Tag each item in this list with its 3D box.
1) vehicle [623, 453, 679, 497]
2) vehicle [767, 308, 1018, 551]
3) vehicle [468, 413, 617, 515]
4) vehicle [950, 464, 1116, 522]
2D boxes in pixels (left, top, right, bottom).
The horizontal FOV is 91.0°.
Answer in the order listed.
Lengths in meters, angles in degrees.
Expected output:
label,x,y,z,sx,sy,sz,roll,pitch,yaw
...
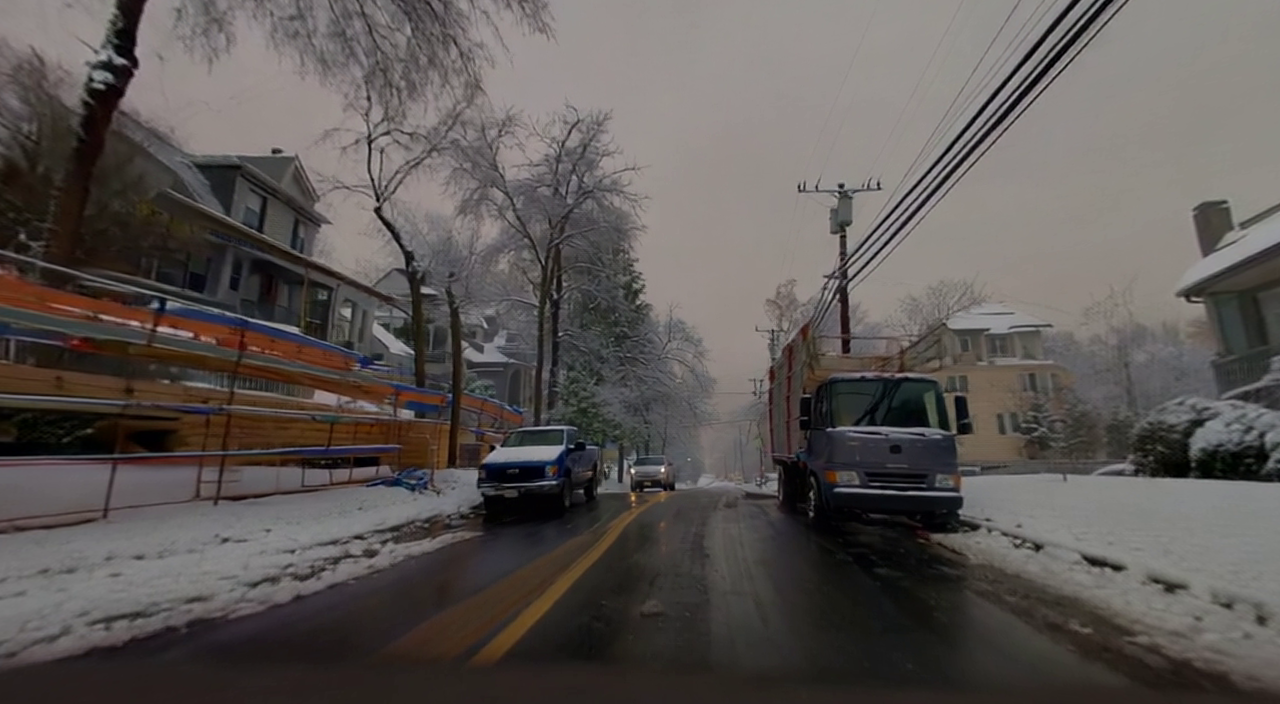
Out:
label,x,y,z,sx,sy,sz,roll,pitch,yaw
vehicle,0.651,6.087,31.559,2.257,1.916,5.089,-1,-9,7
vehicle,4.940,1.906,14.968,2.915,3.793,9.963,0,-8,7
vehicle,-2.102,2.510,15.129,2.171,1.910,4.789,-2,-5,8
vehicle,15.744,5.641,25.555,5.321,1.857,1.976,-2,-3,14
